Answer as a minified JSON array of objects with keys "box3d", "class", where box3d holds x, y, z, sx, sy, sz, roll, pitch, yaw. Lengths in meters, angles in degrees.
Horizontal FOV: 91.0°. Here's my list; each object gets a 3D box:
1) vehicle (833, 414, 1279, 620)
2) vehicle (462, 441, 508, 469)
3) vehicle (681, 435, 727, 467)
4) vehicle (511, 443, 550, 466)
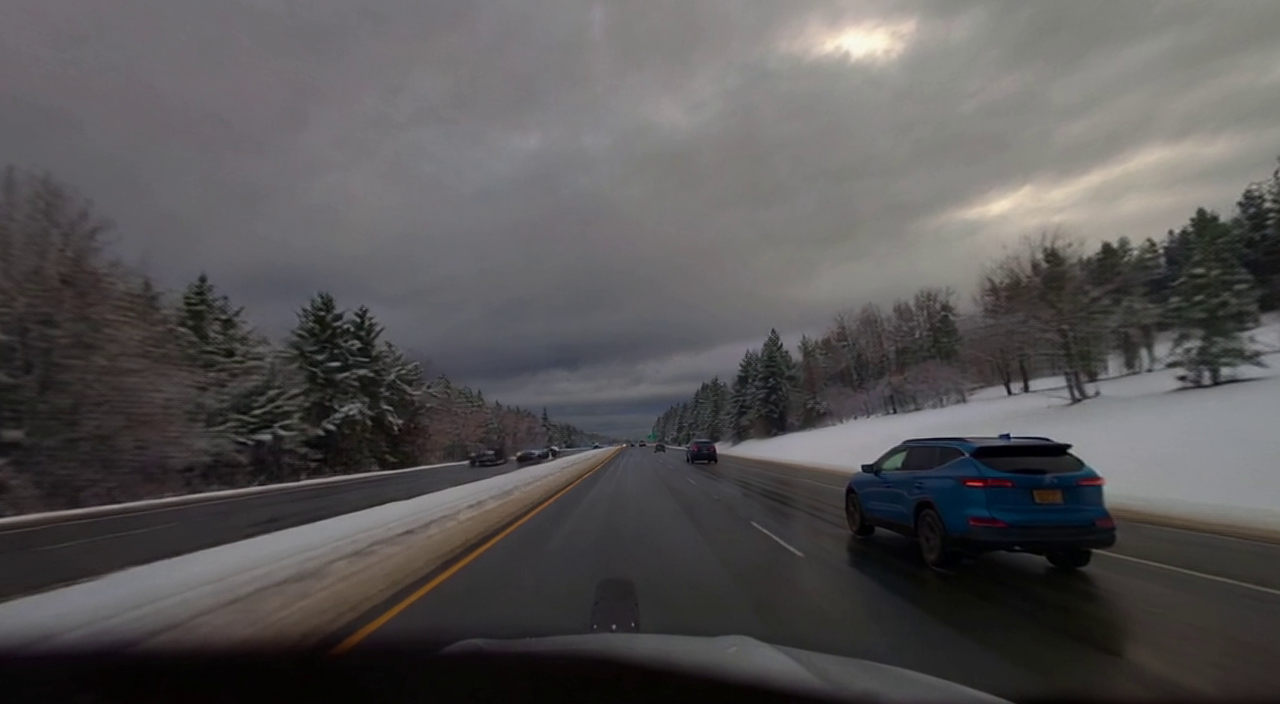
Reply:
[{"box3d":[3.823,1.524,6.857,1.999,1.501,4.221,0,-8,-1],"class":"vehicle"},{"box3d":[-11.811,7.875,48.253,2.223,1.985,5.103,-1,-8,0],"class":"vehicle"},{"box3d":[3.500,5.530,35.317,2.043,1.673,4.016,0,-8,-2],"class":"vehicle"},{"box3d":[-7.743,7.302,45.018,1.993,1.508,4.492,-1,-8,0],"class":"vehicle"}]
